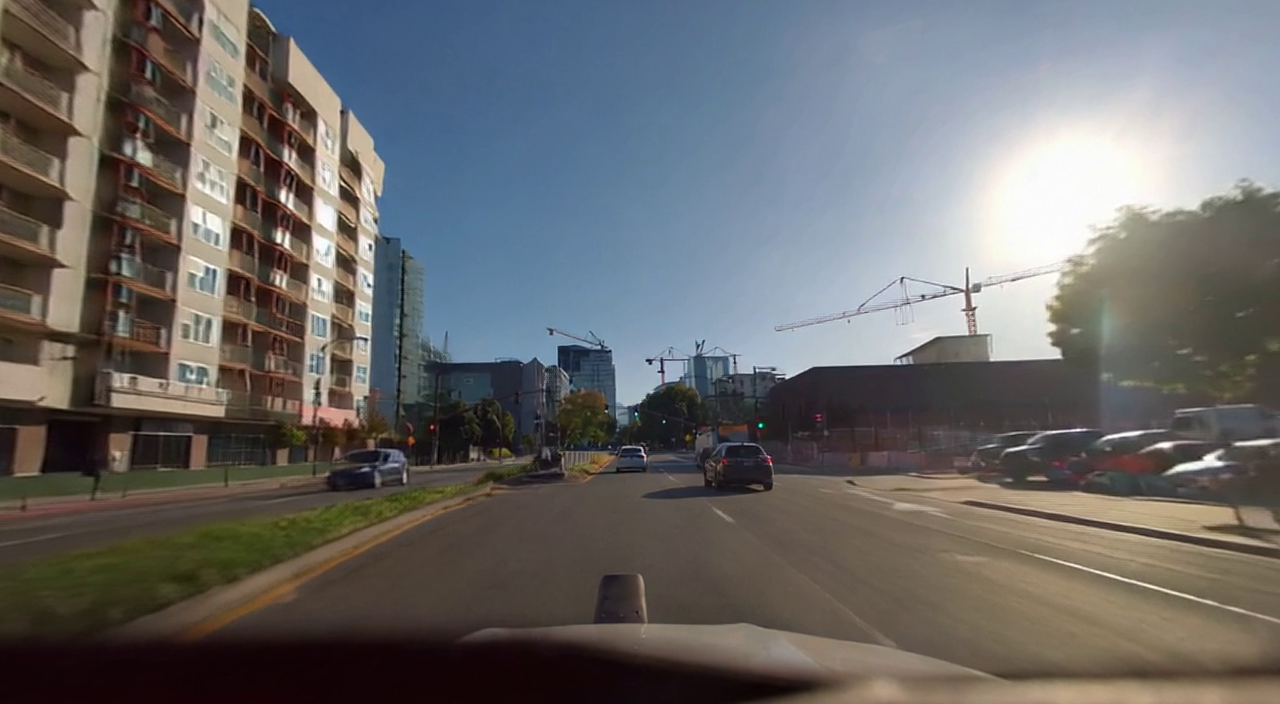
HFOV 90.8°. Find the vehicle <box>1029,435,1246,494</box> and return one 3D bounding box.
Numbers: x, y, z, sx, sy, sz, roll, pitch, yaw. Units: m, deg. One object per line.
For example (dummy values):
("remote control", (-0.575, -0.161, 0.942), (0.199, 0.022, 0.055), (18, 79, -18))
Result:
("vehicle", (13.423, 3.056, 17.276), (4.256, 1.469, 1.869), (-1, -9, 2))

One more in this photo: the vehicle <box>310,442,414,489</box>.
("vehicle", (-10.759, 4.412, 24.874), (1.973, 1.646, 4.427), (-1, -9, 2))

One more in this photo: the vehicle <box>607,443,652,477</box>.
("vehicle", (-0.494, 5.068, 29.783), (2.006, 1.487, 3.535), (0, -9, -1))

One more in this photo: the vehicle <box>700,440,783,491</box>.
("vehicle", (3.202, 3.663, 20.705), (1.910, 1.474, 4.003), (0, -9, -2))
